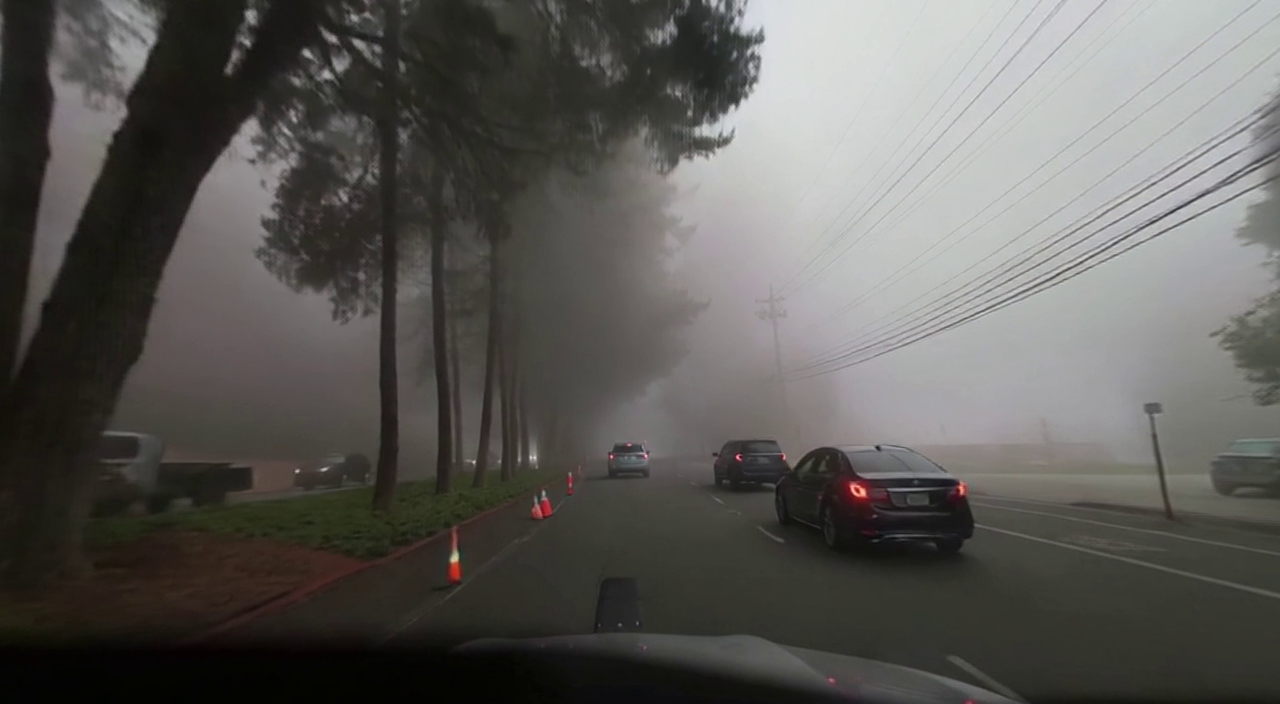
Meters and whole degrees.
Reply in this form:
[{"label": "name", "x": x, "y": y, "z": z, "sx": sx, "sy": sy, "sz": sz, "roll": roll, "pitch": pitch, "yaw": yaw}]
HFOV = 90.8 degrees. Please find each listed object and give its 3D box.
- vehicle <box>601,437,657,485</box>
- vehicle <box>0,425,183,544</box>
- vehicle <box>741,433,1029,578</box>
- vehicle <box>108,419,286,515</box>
[{"label": "vehicle", "x": -0.418, "y": 4.322, "z": 25.352, "sx": 2.050, "sy": 1.745, "sz": 3.915, "roll": -1, "pitch": -8, "yaw": 0}, {"label": "vehicle", "x": -12.515, "y": 2.573, "z": 12.712, "sx": 2.223, "sy": 2.091, "sz": 6.044, "roll": -1, "pitch": -8, "yaw": -1}, {"label": "vehicle", "x": 2.927, "y": 1.918, "z": 8.894, "sx": 1.977, "sy": 1.460, "sz": 4.565, "roll": 0, "pitch": -8, "yaw": -4}, {"label": "vehicle", "x": -12.495, "y": 3.227, "z": 18.201, "sx": 2.254, "sy": 2.412, "sz": 3.760, "roll": -1, "pitch": -8, "yaw": 1}]
